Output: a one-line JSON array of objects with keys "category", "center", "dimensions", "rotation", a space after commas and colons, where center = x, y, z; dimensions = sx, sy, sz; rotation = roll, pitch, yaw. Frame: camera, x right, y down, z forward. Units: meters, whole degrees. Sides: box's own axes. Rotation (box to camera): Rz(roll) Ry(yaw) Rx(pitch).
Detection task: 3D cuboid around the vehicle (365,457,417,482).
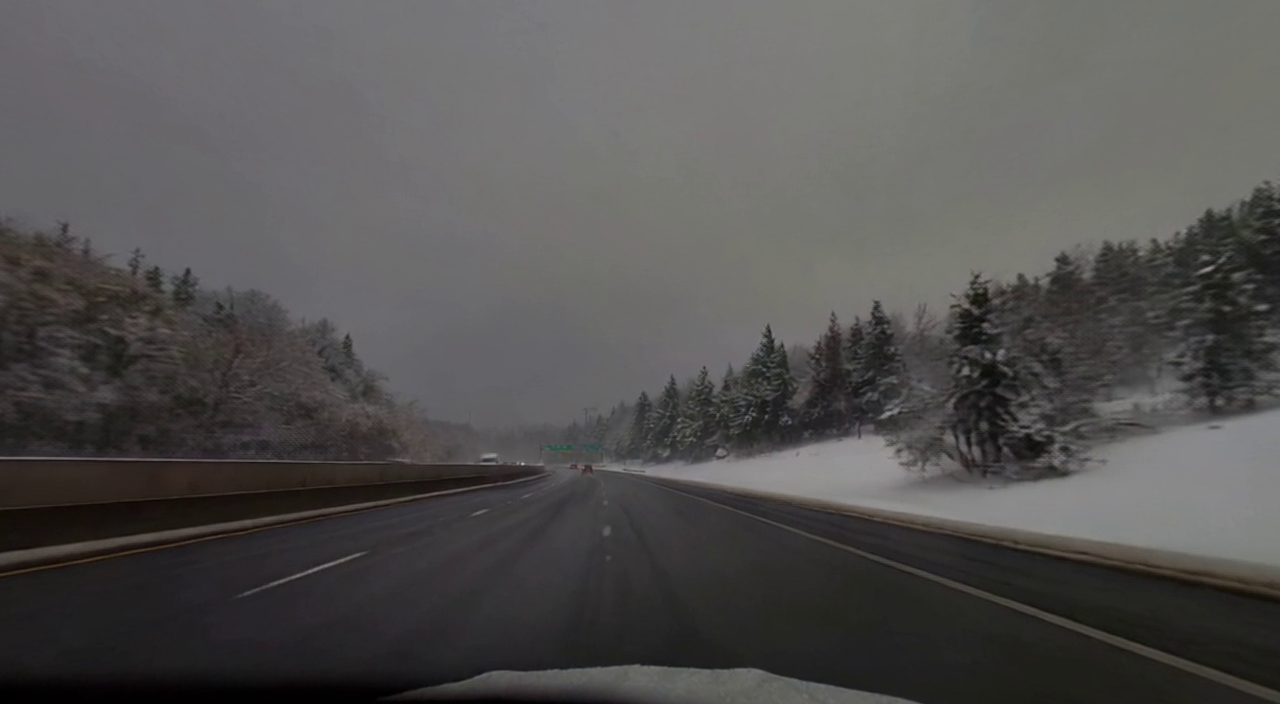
[{"category": "vehicle", "center": [-16.675, 7.909, 42.432], "dimensions": [1.862, 1.517, 4.515], "rotation": [1, -10, -4]}]
